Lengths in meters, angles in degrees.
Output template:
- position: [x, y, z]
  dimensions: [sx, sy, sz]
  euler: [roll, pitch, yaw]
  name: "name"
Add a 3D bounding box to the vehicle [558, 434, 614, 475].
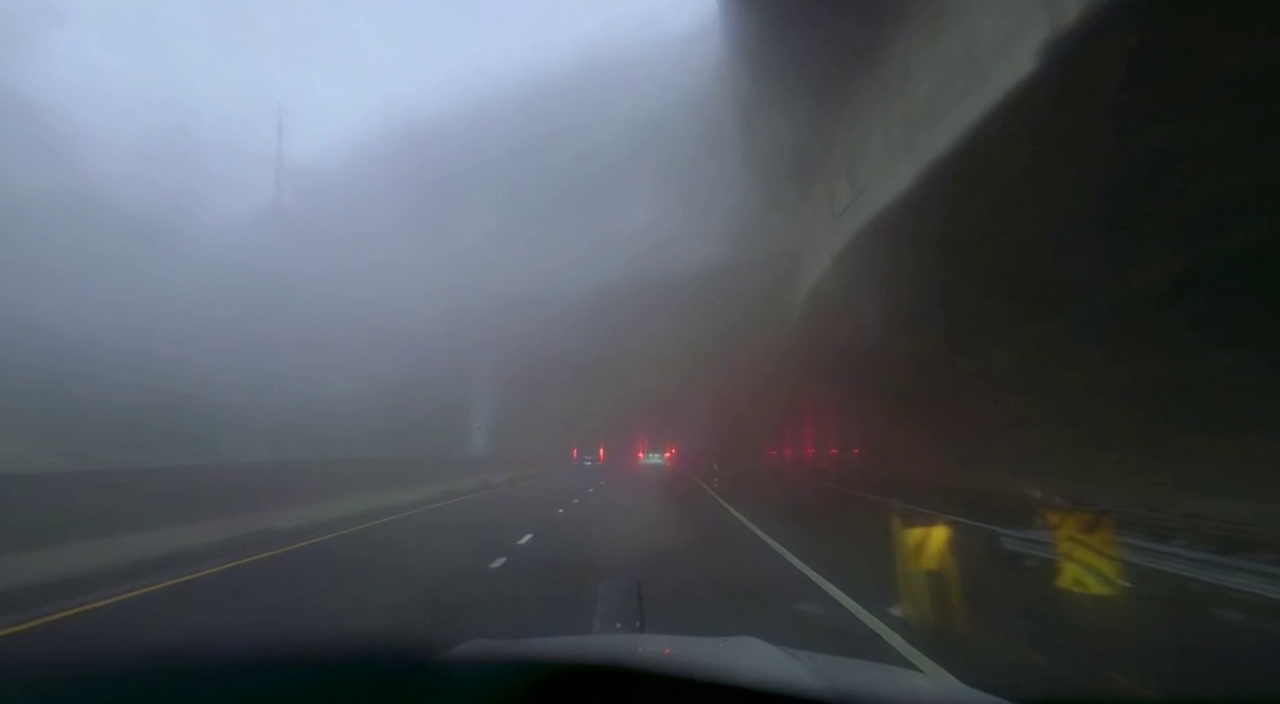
- position: [-2.369, 4.650, 28.763]
  dimensions: [1.961, 1.725, 4.315]
  euler: [-1, -9, 3]
  name: "vehicle"
